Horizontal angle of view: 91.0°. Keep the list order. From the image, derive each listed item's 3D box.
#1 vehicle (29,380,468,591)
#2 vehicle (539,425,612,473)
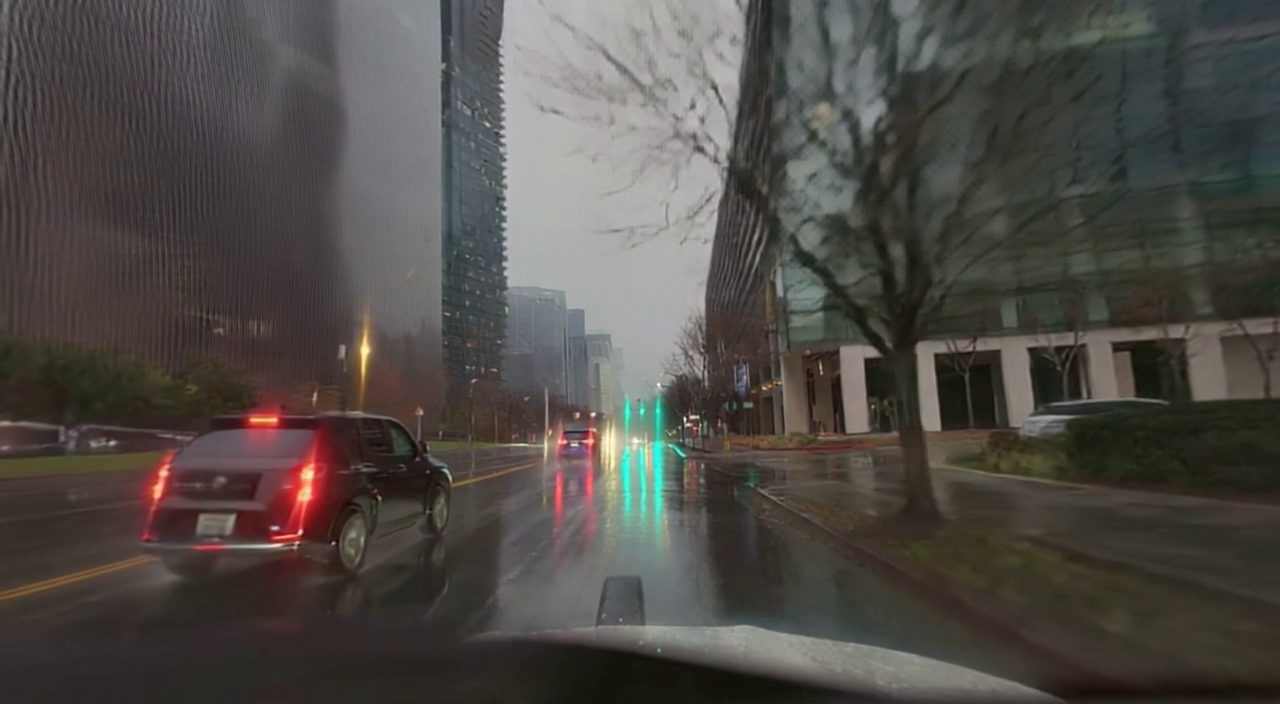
[{"bbox_3d":[-3.911,1.454,7.603,2.169,1.741,4.588,0,-9,3],"label":"vehicle"},{"bbox_3d":[-2.602,4.141,26.995,2.384,1.849,5.009,0,-9,3],"label":"vehicle"}]
